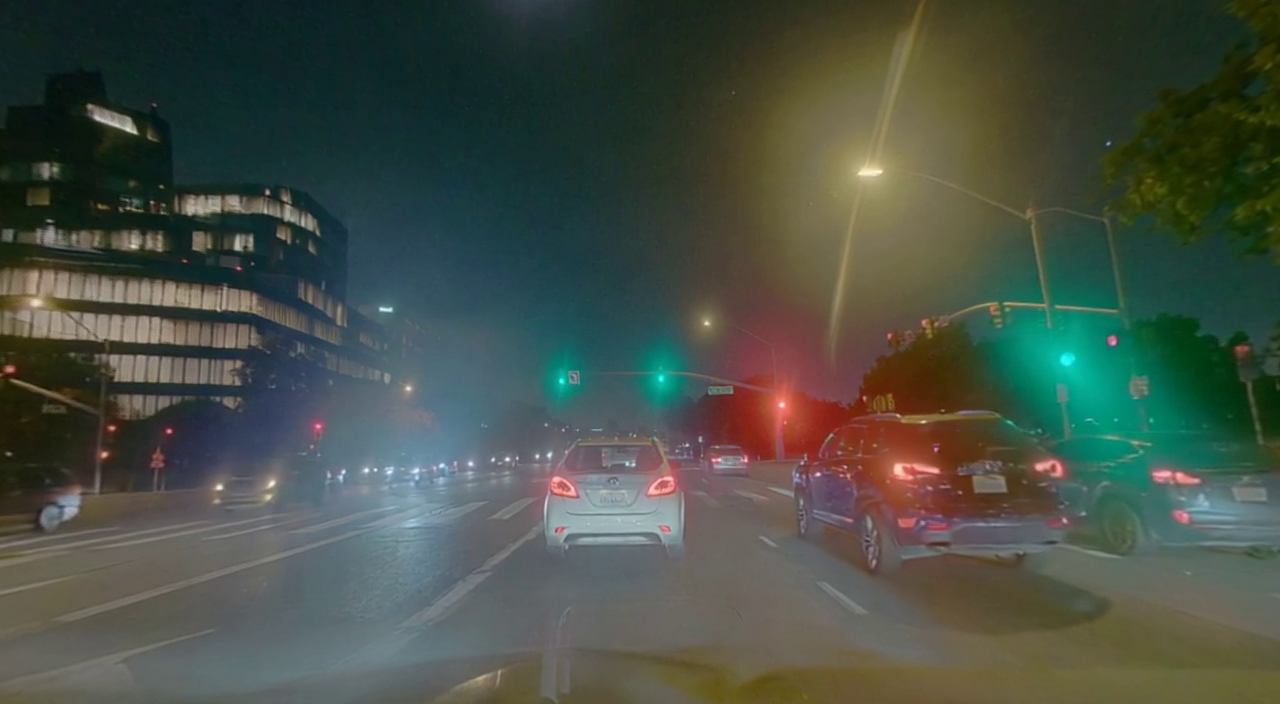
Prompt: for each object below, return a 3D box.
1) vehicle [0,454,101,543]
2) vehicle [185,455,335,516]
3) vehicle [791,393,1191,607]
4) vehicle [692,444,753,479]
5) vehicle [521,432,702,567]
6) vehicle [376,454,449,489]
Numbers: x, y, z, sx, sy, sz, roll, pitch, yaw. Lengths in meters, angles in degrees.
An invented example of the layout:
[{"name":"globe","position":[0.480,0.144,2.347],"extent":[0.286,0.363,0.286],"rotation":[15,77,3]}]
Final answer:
[{"name":"vehicle","position":[-15.098,3.305,14.298],"extent":[1.974,1.894,4.244],"rotation":[0,-8,0]},{"name":"vehicle","position":[-11.659,4.075,19.790],"extent":[1.903,1.627,4.308],"rotation":[0,-8,2]},{"name":"vehicle","position":[3.497,1.573,7.636],"extent":[2.107,1.773,4.557],"rotation":[0,-8,-1]},{"name":"vehicle","position":[3.692,4.953,28.990],"extent":[2.123,1.455,4.318],"rotation":[0,-8,-1]},{"name":"vehicle","position":[-0.322,1.959,9.157],"extent":[2.034,1.500,3.966],"rotation":[0,-8,0]},{"name":"vehicle","position":[-11.452,6.023,32.192],"extent":[1.992,1.562,4.361],"rotation":[0,-8,1]}]
